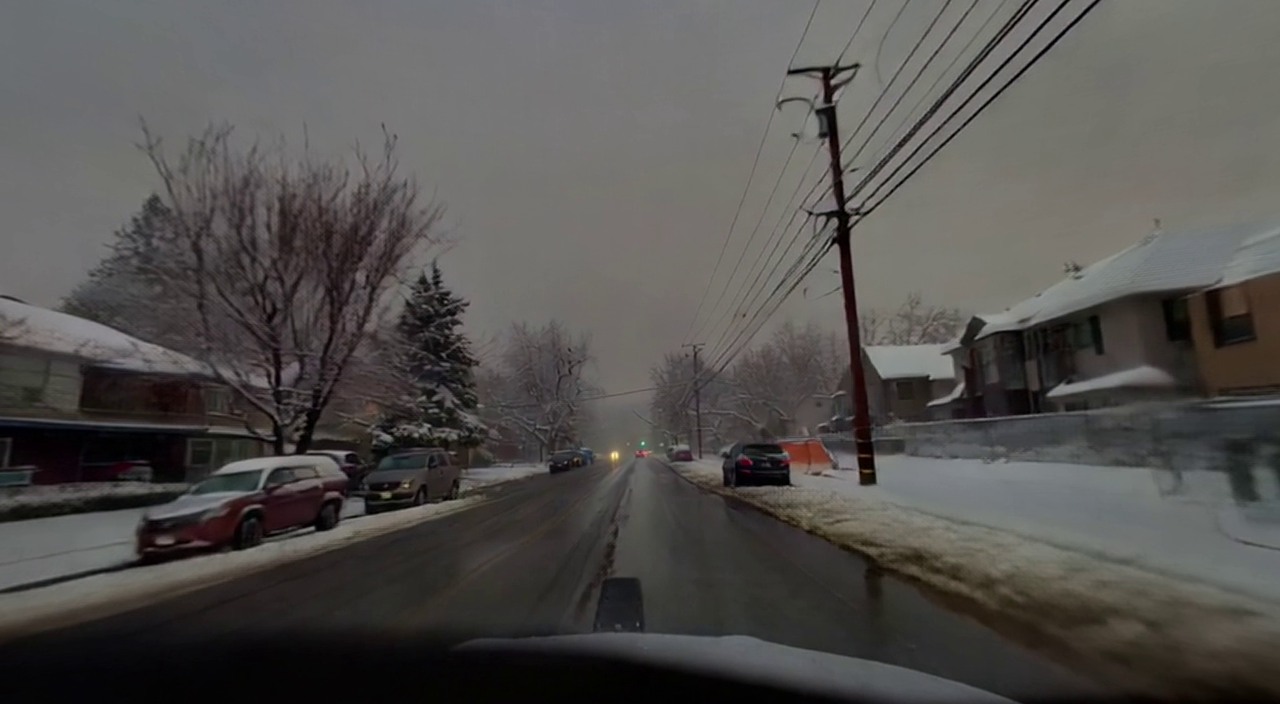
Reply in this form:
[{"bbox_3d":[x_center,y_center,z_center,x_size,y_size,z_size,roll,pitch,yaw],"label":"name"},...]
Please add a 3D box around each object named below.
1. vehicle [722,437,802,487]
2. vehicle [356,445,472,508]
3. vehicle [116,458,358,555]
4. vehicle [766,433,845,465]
[{"bbox_3d":[4.182,3.859,22.384,1.902,1.542,4.099,-2,-9,-1],"label":"vehicle"},{"bbox_3d":[-7.400,4.112,21.315,2.055,1.806,4.540,-2,-9,3],"label":"vehicle"},{"bbox_3d":[-7.697,2.936,12.770,2.041,1.480,4.474,-3,-9,-1],"label":"vehicle"},{"bbox_3d":[10.551,6.232,40.522,4.399,1.884,2.071,-1,-10,-1],"label":"vehicle"}]
